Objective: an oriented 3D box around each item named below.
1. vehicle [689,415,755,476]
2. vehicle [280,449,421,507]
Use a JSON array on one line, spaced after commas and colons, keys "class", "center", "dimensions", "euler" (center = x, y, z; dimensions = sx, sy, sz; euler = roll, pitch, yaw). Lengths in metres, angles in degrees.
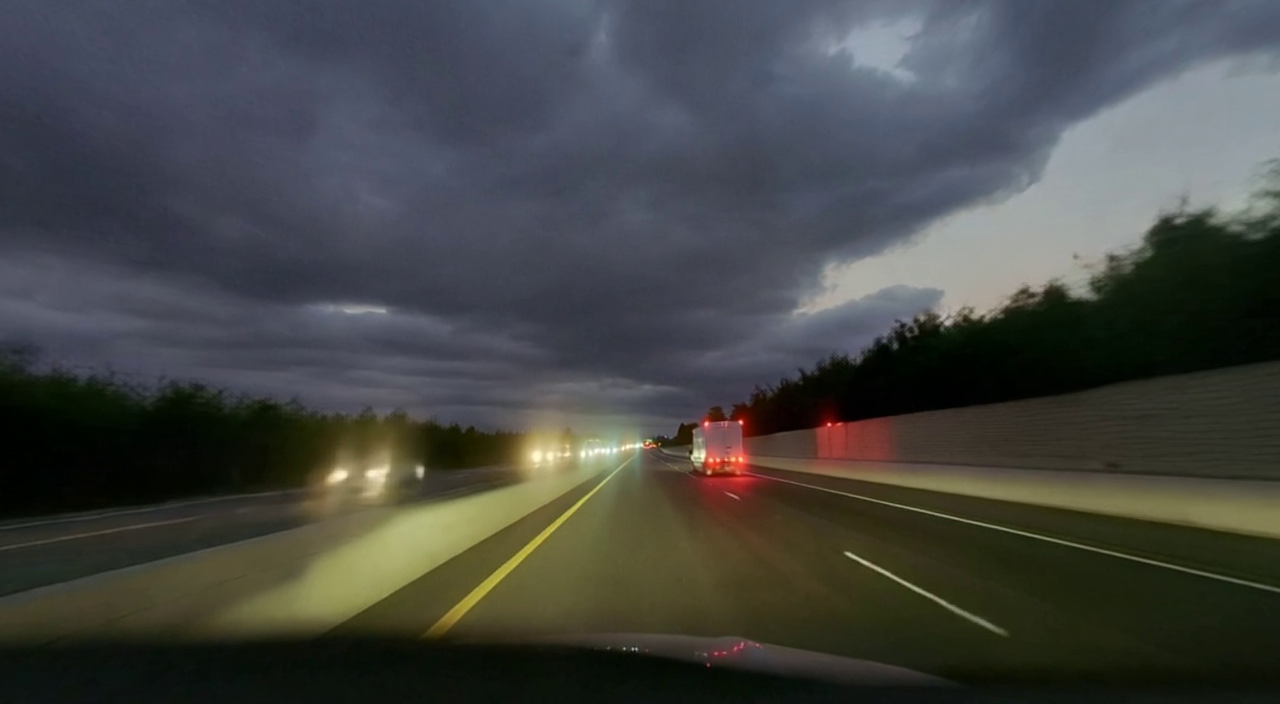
[{"class": "vehicle", "center": [4.096, 4.908, 32.860], "dimensions": [2.449, 2.805, 6.763], "euler": [0, -9, 0]}, {"class": "vehicle", "center": [-8.648, 3.765, 19.355], "dimensions": [2.120, 1.523, 4.609], "euler": [0, -9, 0]}]
